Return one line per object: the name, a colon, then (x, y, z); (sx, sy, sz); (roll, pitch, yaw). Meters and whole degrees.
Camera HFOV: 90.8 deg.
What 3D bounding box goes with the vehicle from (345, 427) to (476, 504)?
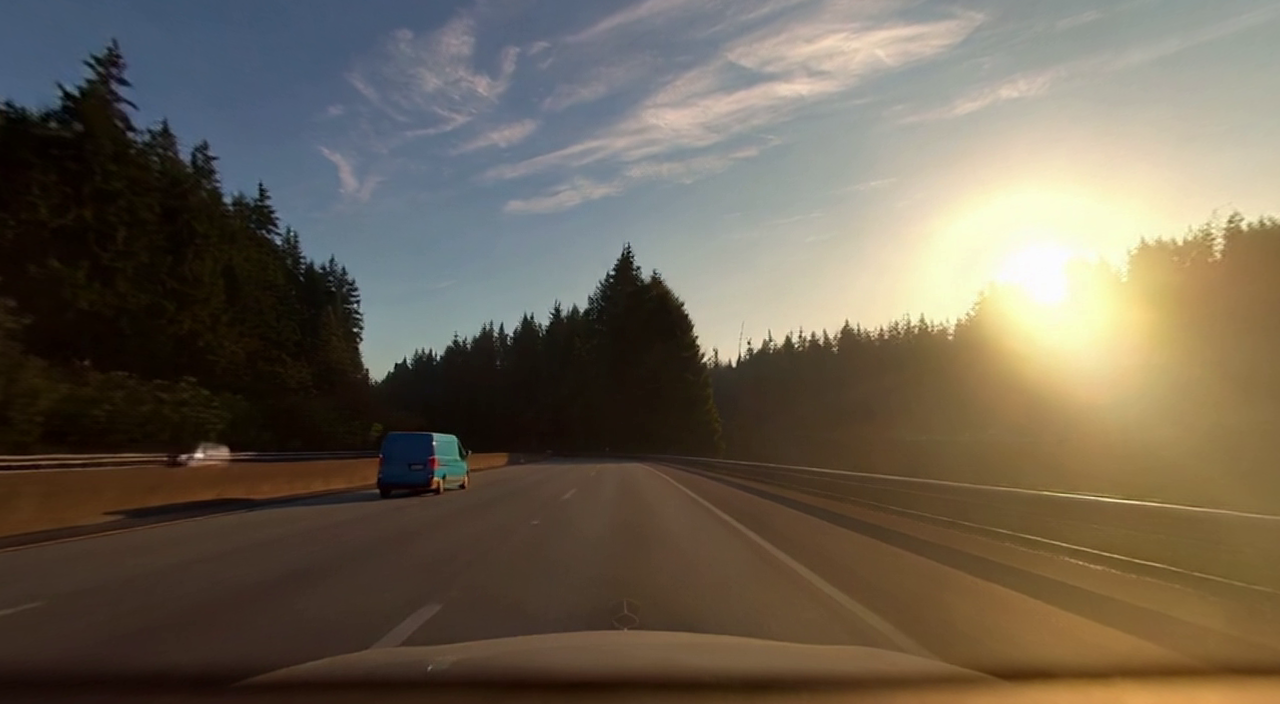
vehicle: (-6.827, 3.456, 19.488); (2.197, 2.038, 4.919); (0, -9, -1)
